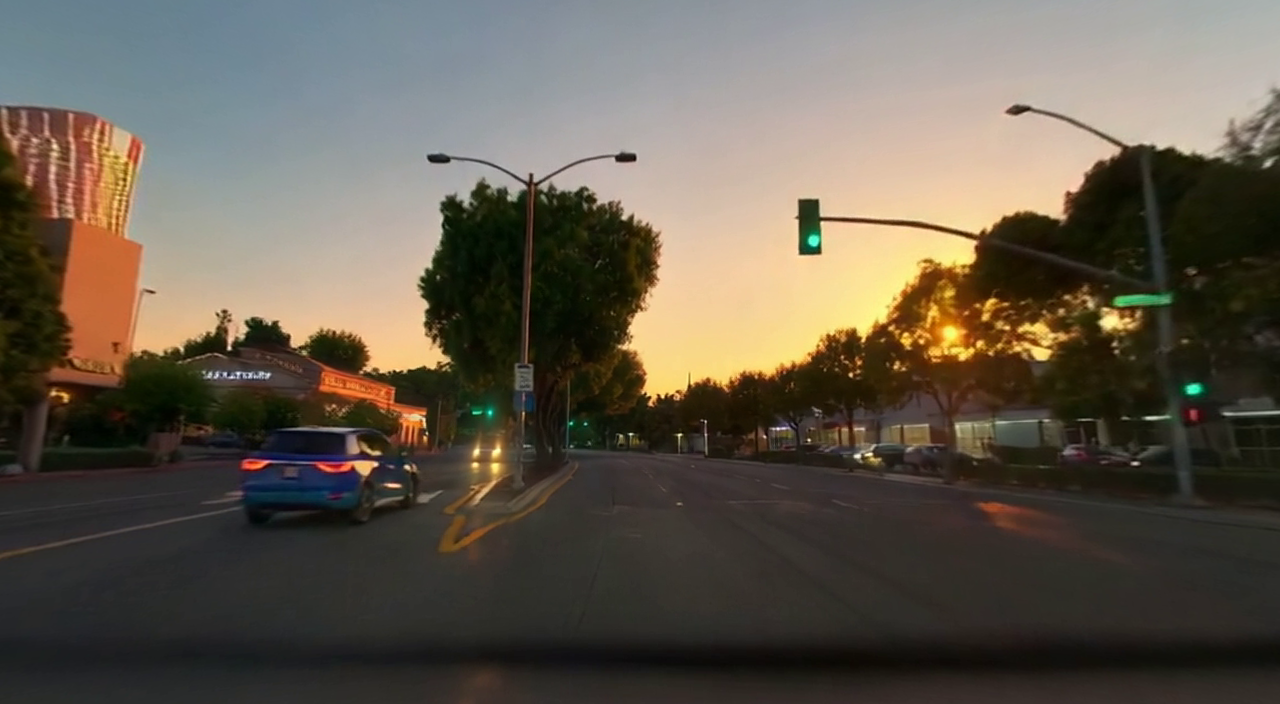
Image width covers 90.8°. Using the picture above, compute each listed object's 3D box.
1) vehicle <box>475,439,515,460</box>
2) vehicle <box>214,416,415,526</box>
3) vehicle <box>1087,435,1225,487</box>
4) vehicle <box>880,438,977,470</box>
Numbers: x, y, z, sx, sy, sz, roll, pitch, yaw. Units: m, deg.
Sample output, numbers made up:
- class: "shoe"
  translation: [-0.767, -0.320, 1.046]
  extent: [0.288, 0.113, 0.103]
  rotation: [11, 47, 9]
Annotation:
- class: "vehicle"
  translation: [-10.851, 7.340, 47.629]
  extent: [2.094, 1.485, 4.446]
  rotation: [1, -8, -2]
- class: "vehicle"
  translation: [-6.009, 2.224, 12.434]
  extent: [2.057, 1.709, 4.590]
  rotation: [2, -8, -9]
- class: "vehicle"
  translation: [20.394, 4.236, 24.911]
  extent: [5.672, 1.821, 2.180]
  rotation: [5, -9, -30]
- class: "vehicle"
  translation: [16.473, 5.850, 36.221]
  extent: [4.481, 1.685, 2.195]
  rotation: [2, -9, -5]
